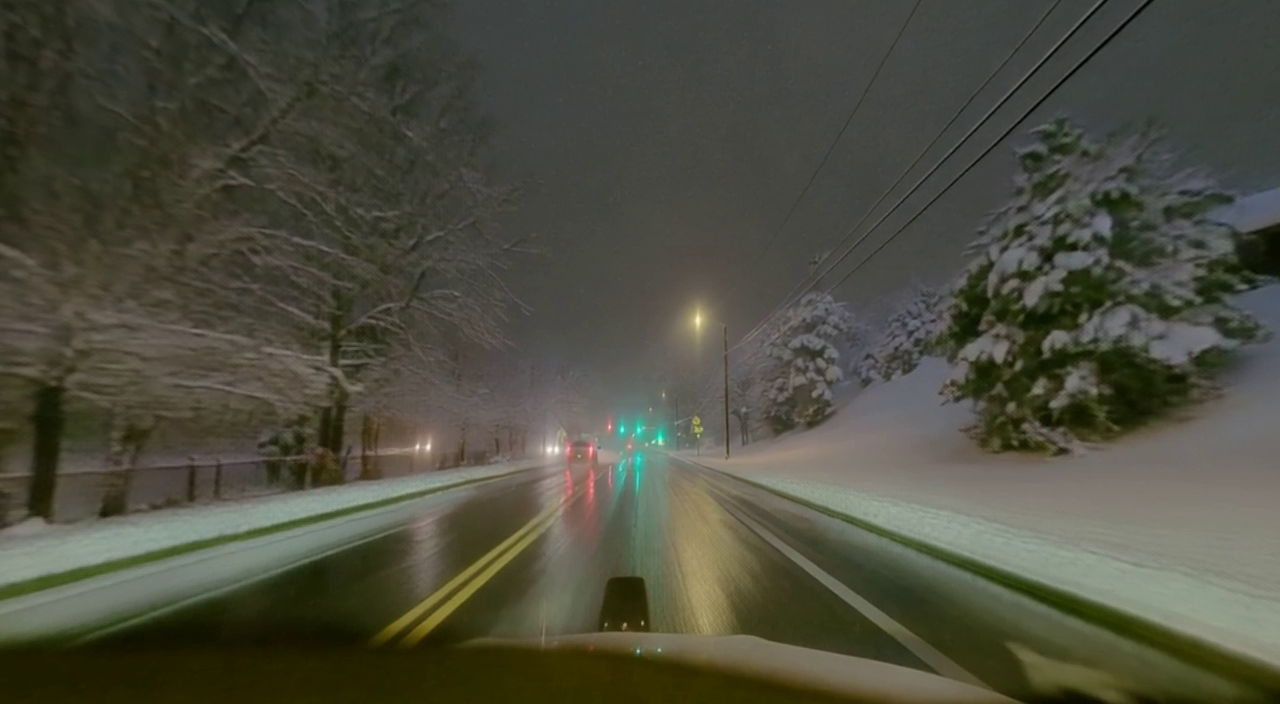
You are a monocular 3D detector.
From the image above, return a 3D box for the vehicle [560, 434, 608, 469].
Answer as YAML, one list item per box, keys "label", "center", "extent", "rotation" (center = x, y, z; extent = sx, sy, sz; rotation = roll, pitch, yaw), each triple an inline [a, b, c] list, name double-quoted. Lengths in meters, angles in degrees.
- label: "vehicle"
  center: [-2.833, 5.146, 32.820]
  extent: [2.016, 1.694, 4.335]
  rotation: [0, -8, 1]
